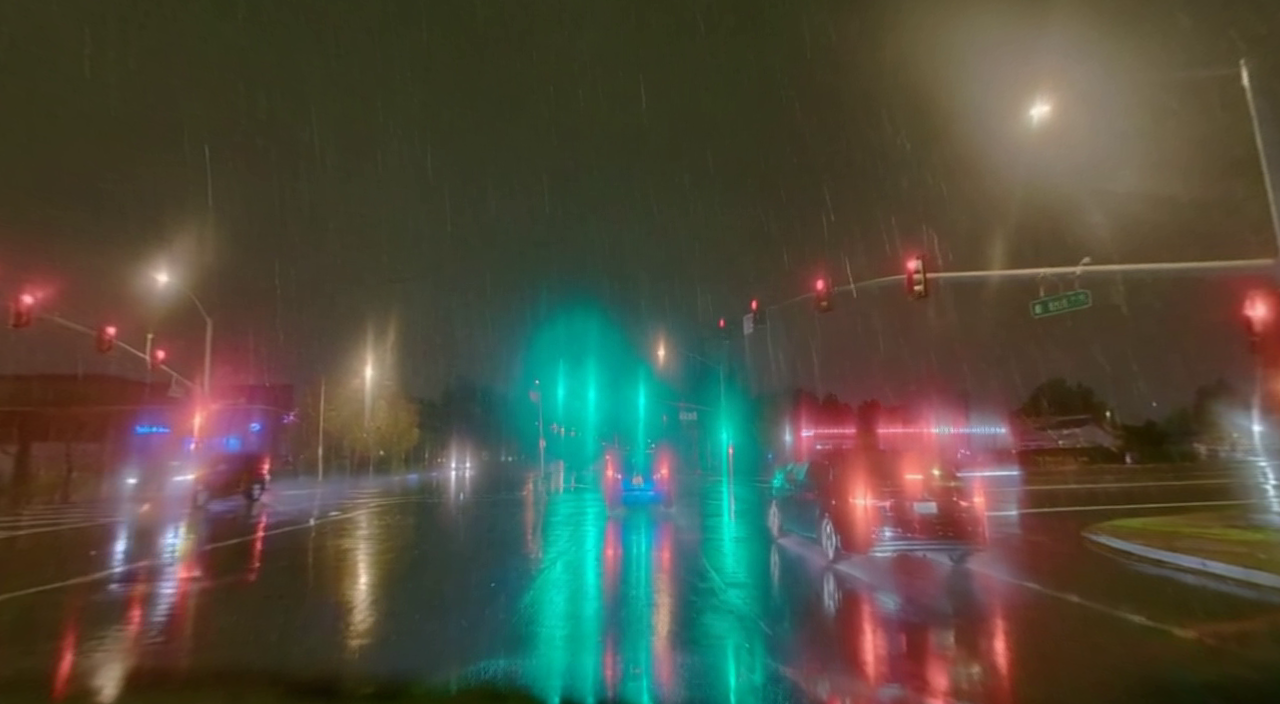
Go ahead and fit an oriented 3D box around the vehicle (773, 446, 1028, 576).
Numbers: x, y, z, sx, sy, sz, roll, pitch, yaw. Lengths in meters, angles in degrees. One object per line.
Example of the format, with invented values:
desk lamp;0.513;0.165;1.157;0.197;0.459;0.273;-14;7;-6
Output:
vehicle;3.354;2.084;9.140;1.860;1.430;4.089;0;-8;-2

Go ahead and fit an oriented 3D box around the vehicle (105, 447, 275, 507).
vehicle;-15.141;4.181;21.666;2.126;1.782;4.880;0;-8;2

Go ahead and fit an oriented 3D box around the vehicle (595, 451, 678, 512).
vehicle;-0.092;3.602;18.039;2.094;1.481;4.078;0;-8;0
